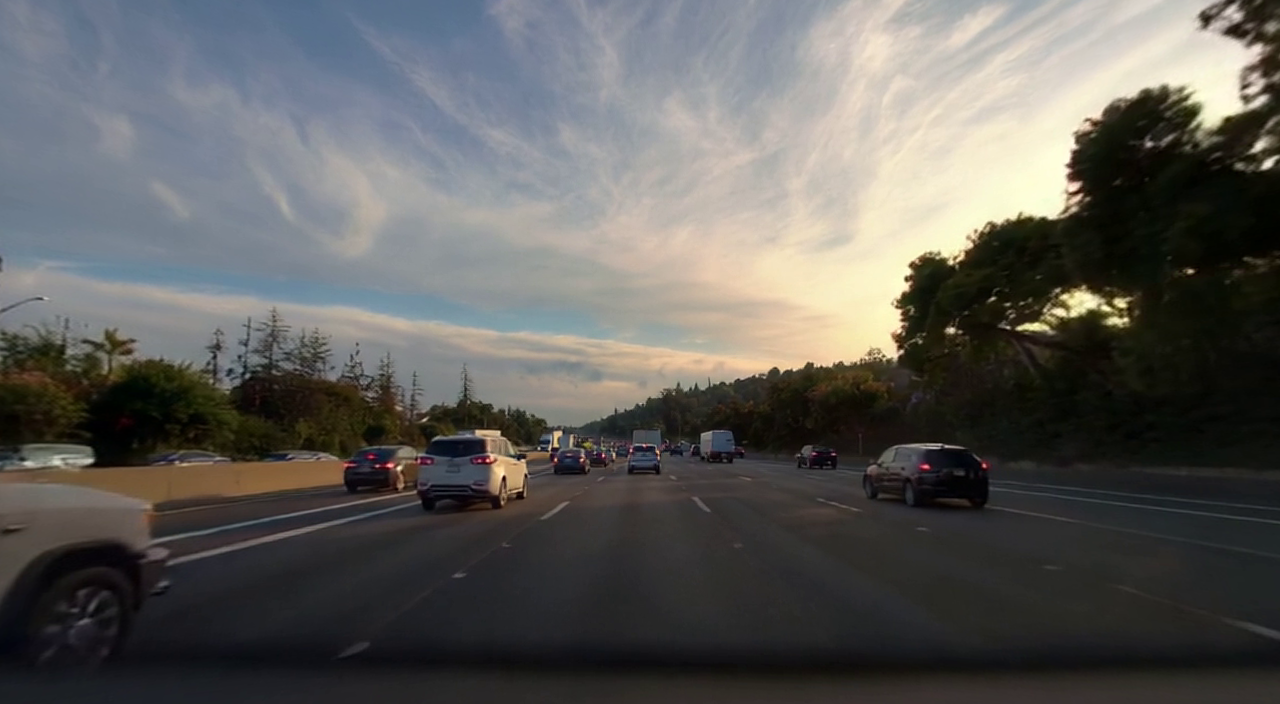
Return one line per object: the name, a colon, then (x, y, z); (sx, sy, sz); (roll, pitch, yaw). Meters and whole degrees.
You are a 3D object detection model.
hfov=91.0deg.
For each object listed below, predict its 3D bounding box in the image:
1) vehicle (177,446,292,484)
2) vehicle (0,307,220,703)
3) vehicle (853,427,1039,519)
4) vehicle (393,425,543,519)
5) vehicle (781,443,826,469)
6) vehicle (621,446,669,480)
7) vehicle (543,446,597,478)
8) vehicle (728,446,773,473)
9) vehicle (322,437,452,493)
vehicle: (-17.949, 4.987, 28.161); (1.728, 1.537, 4.734); (-1, -9, 4)
vehicle: (-3.472, 0.555, 1.022); (2.234, 1.809, 4.768); (0, -9, 0)
vehicle: (6.614, 2.659, 14.302); (1.992, 1.745, 4.329); (0, -9, 0)
vehicle: (-3.555, 2.586, 14.030); (2.012, 1.734, 4.510); (0, -9, 1)
vehicle: (11.233, 7.204, 43.604); (1.988, 1.676, 4.262); (0, -9, 1)
vehicle: (0.232, 5.009, 28.660); (2.053, 1.461, 3.941); (0, -9, 1)
vehicle: (-3.329, 5.330, 30.708); (2.025, 1.449, 4.190); (0, -9, 1)
vehicle: (6.446, 6.295, 37.128); (1.895, 1.488, 4.254); (0, -9, 0)
vehicle: (-8.914, 4.039, 22.911); (2.322, 1.743, 5.624); (0, -9, 1)
